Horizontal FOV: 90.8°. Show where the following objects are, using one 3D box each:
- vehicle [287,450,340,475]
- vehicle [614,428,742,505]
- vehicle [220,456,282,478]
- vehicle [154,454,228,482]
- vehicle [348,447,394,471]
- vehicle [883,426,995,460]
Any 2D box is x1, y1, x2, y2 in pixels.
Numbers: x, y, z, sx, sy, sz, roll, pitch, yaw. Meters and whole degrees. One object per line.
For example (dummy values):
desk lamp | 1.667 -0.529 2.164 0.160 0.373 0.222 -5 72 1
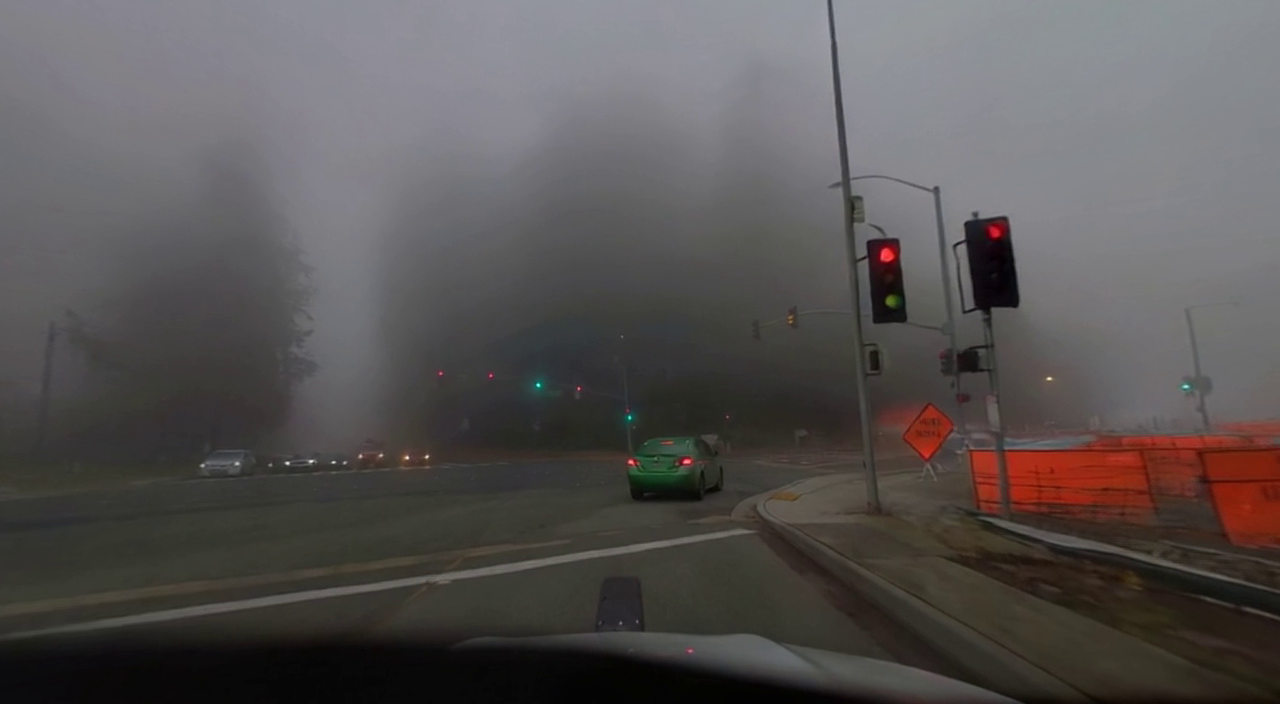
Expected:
vehicle | -24.448 8.274 47.510 2.081 1.670 4.376 1 -9 -8
vehicle | 1.067 2.613 14.886 2.183 1.506 4.286 -3 -9 15
vehicle | -27.914 8.242 45.490 2.024 1.448 4.478 1 -9 -7
vehicle | -30.746 7.949 43.439 2.142 1.723 4.692 1 -9 -8
vehicle | -21.169 8.417 49.873 2.101 1.759 4.619 1 -9 -7
vehicle | 13.748 4.177 29.100 4.467 1.477 1.873 2 -8 -16
